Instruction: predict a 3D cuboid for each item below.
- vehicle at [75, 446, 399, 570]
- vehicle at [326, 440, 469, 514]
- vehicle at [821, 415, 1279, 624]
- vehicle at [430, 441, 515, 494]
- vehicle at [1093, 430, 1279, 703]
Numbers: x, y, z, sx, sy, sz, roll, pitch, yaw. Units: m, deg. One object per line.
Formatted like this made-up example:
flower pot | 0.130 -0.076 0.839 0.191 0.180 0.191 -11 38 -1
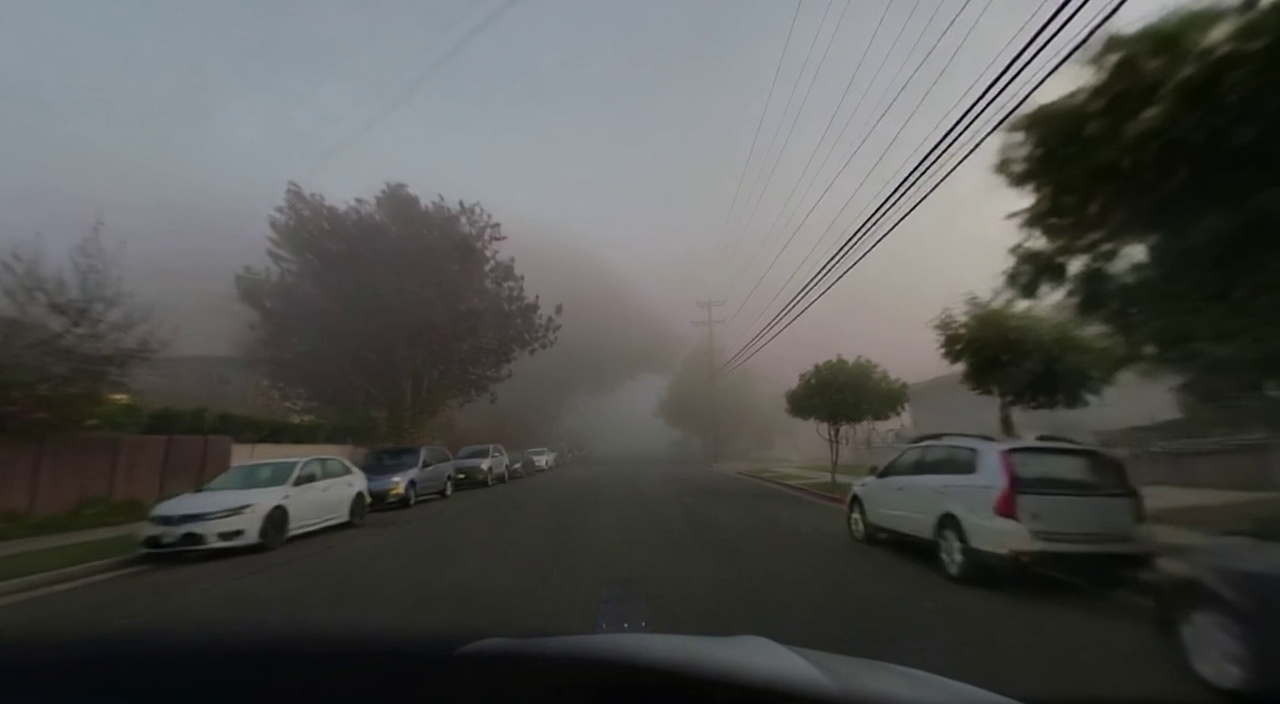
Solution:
vehicle | -6.079 2.350 10.473 2.231 1.492 4.727 1 -8 0
vehicle | -6.118 3.163 16.599 1.932 1.673 4.457 0 -8 1
vehicle | 3.928 1.681 7.494 2.006 1.607 5.068 0 -9 0
vehicle | -6.051 4.183 23.364 1.848 1.698 4.482 0 -8 1
vehicle | 3.714 0.910 1.702 1.851 1.438 4.177 0 -9 0
